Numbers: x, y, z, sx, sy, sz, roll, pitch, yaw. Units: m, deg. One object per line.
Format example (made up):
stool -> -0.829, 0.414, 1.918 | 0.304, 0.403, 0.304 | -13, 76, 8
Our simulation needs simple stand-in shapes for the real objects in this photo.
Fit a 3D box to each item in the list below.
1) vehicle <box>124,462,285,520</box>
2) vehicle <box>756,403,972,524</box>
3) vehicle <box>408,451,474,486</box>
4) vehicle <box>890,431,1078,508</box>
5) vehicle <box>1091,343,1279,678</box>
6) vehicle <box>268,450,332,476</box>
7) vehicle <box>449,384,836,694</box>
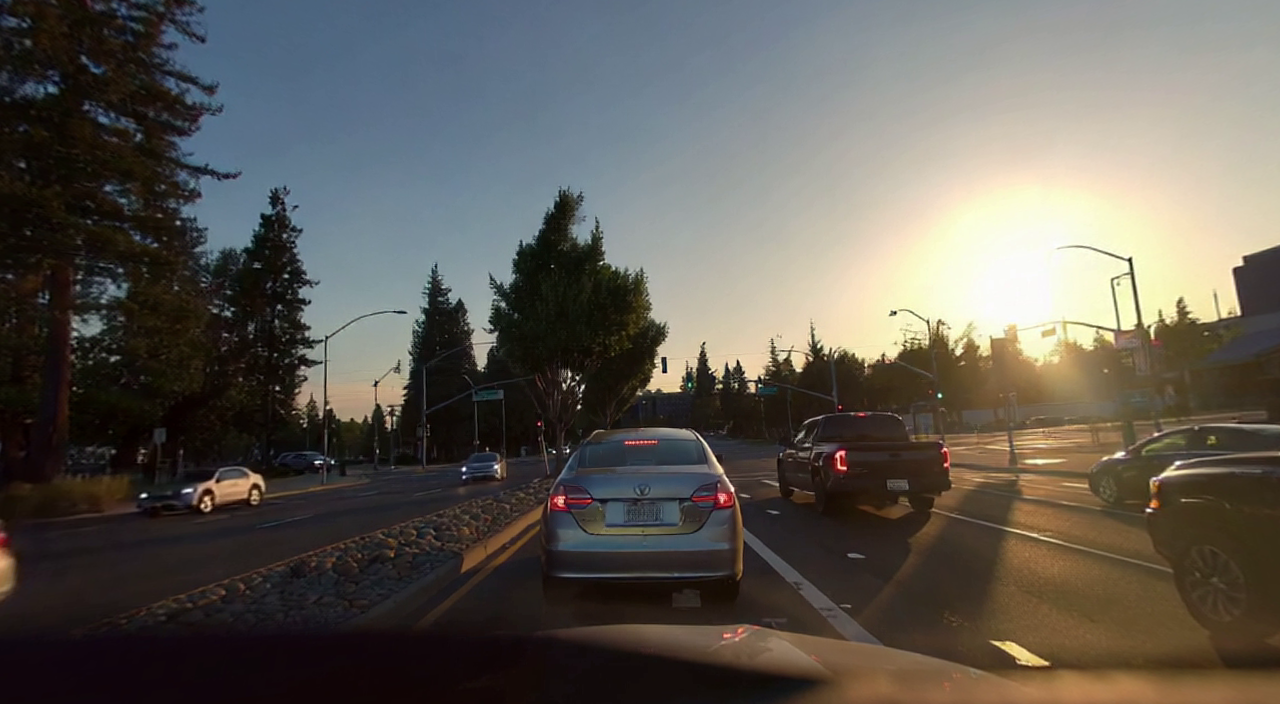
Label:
vehicle -> -13.761, 4.377, 20.348 | 1.935, 1.518, 4.415 | -1, -8, 2
vehicle -> 4.168, 2.212, 13.111 | 2.319, 1.930, 5.651 | 0, -8, -1
vehicle -> -9.634, 5.654, 30.912 | 1.806, 1.473, 4.303 | -1, -8, 1
vehicle -> 7.592, 2.620, 14.564 | 1.856, 1.487, 4.454 | -1, -8, 1
vehicle -> 4.457, 0.714, 2.456 | 2.019, 1.803, 4.634 | -1, -8, 2
vehicle -> -24.052, 7.835, 44.803 | 1.798, 1.706, 4.385 | -1, -8, 6
vehicle -> -0.018, 1.311, 5.521 | 2.116, 1.677, 3.948 | 0, -8, -1
